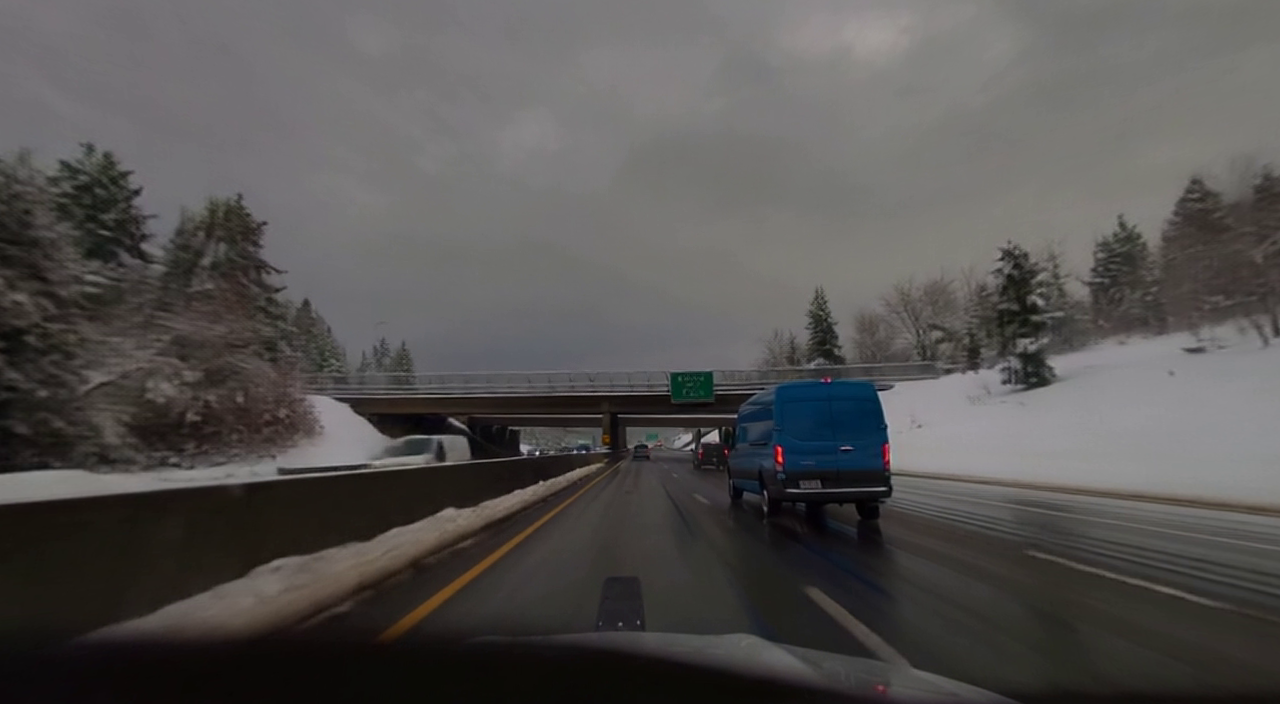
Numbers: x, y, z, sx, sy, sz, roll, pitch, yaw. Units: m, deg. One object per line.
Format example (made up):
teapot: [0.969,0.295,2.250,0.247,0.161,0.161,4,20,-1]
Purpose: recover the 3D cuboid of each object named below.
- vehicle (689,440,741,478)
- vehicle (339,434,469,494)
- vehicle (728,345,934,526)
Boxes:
vehicle: [3.593,5.226,31.013,2.009,1.731,4.149,0,-9,-1]
vehicle: [-7.200,3.478,19.919,2.317,1.632,4.613,0,-9,0]
vehicle: [3.807,1.962,14.499,2.460,3.155,6.902,0,-9,0]
